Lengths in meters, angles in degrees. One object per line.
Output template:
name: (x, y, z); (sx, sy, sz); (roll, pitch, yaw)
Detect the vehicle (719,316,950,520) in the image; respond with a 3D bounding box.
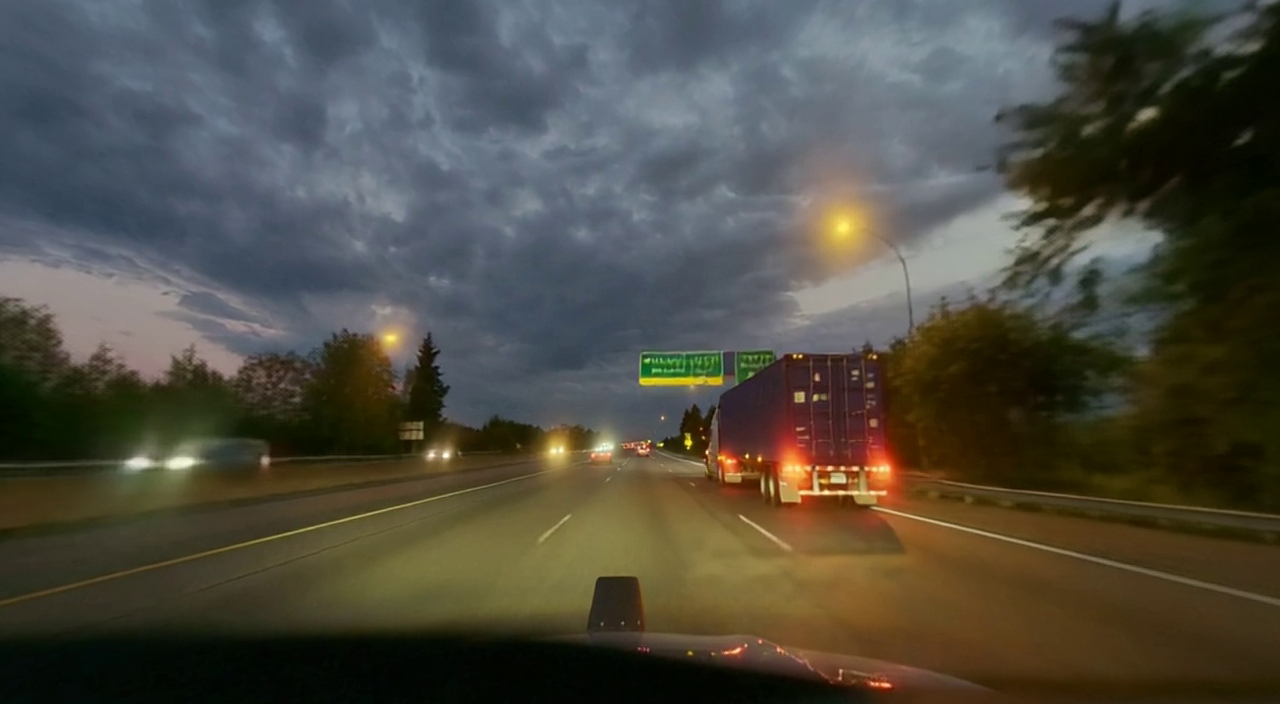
vehicle: (4.600, 2.253, 18.869); (2.821, 4.046, 12.876); (0, -9, 0)

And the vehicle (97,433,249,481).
vehicle: (-15.959, 3.630, 21.883); (2.043, 1.464, 4.183); (-1, -9, 0)
